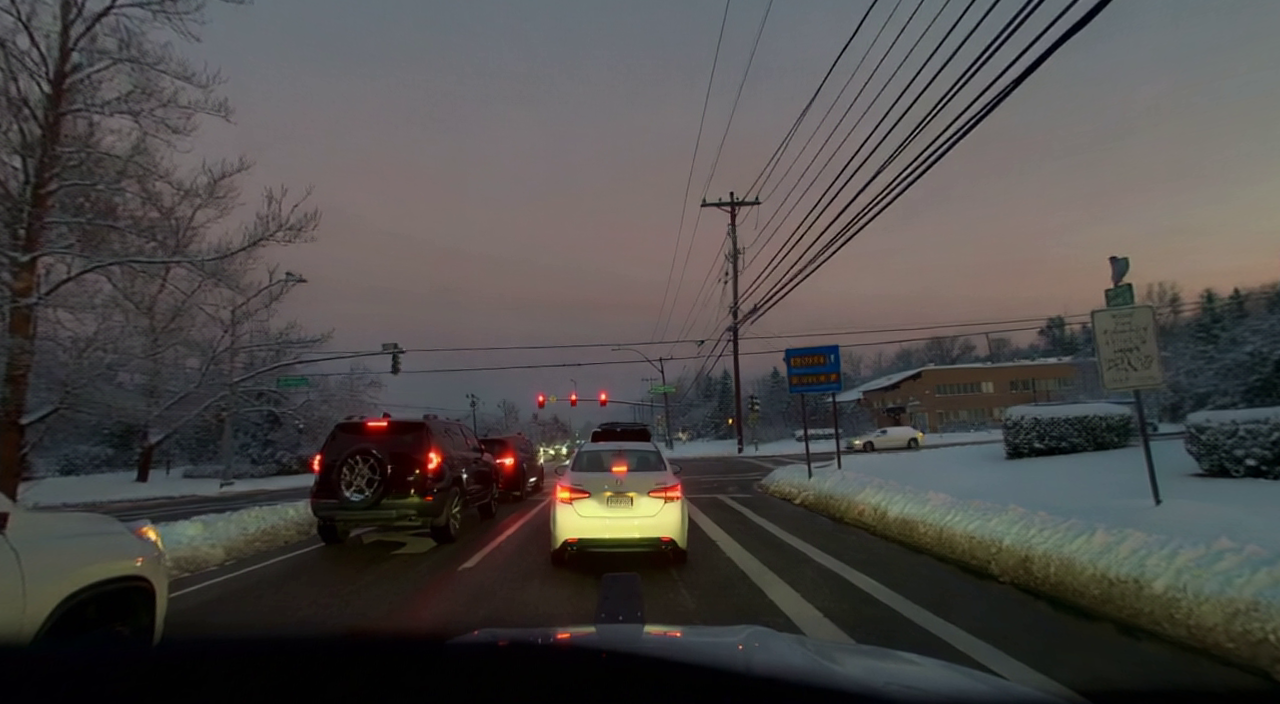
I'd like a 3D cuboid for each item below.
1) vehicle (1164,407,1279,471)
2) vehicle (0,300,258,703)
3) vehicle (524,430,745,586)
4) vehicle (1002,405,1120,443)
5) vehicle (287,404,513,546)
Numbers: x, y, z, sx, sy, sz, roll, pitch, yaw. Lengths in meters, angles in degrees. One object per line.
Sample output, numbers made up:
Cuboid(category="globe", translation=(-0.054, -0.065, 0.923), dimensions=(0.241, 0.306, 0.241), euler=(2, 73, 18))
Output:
Cuboid(category="vehicle", translation=(17.009, 2.544, 18.270), dimensions=(1.858, 1.622, 4.491), euler=(-5, -10, 28))
Cuboid(category="vehicle", translation=(-3.594, 0.631, 1.525), dimensions=(2.085, 1.943, 5.053), euler=(0, -8, 1))
Cuboid(category="vehicle", translation=(-0.104, 1.800, 8.138), dimensions=(2.121, 1.474, 3.968), euler=(0, -8, -1))
Cuboid(category="vehicle", translation=(26.849, 4.642, 40.505), dimensions=(5.782, 2.286, 2.223), euler=(-1, -9, 4))
Cuboid(category="vehicle", translation=(-3.850, 2.085, 11.368), dimensions=(2.147, 1.963, 4.927), euler=(0, -8, -1))
